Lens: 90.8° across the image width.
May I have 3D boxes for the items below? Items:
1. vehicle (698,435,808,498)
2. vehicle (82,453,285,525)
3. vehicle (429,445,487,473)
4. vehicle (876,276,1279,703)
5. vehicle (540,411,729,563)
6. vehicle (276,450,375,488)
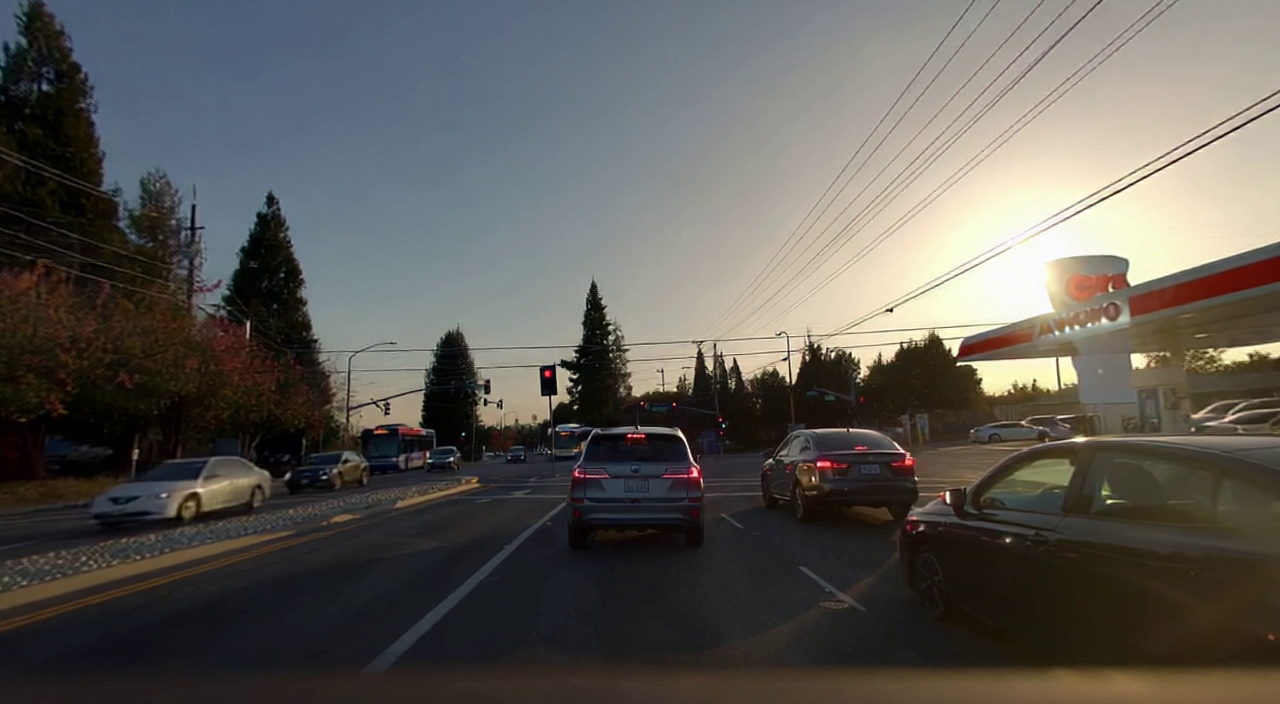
[{"bbox_3d":[2.885,3.042,17.216,2.040,1.481,4.407,0,-9,-2],"label":"vehicle"},{"bbox_3d":[-10.357,3.085,14.792,1.812,1.403,3.918,0,-9,0],"label":"vehicle"},{"bbox_3d":[-10.640,6.262,37.269,2.030,1.498,4.690,0,-9,0],"label":"vehicle"},{"bbox_3d":[3.089,0.840,3.214,2.049,1.813,4.245,0,-9,-1],"label":"vehicle"},{"bbox_3d":[-0.110,1.805,9.118,2.087,1.677,4.053,0,-9,-1],"label":"vehicle"},{"bbox_3d":[-13.586,5.053,27.698,1.967,1.486,4.701,0,-9,-1],"label":"vehicle"}]
